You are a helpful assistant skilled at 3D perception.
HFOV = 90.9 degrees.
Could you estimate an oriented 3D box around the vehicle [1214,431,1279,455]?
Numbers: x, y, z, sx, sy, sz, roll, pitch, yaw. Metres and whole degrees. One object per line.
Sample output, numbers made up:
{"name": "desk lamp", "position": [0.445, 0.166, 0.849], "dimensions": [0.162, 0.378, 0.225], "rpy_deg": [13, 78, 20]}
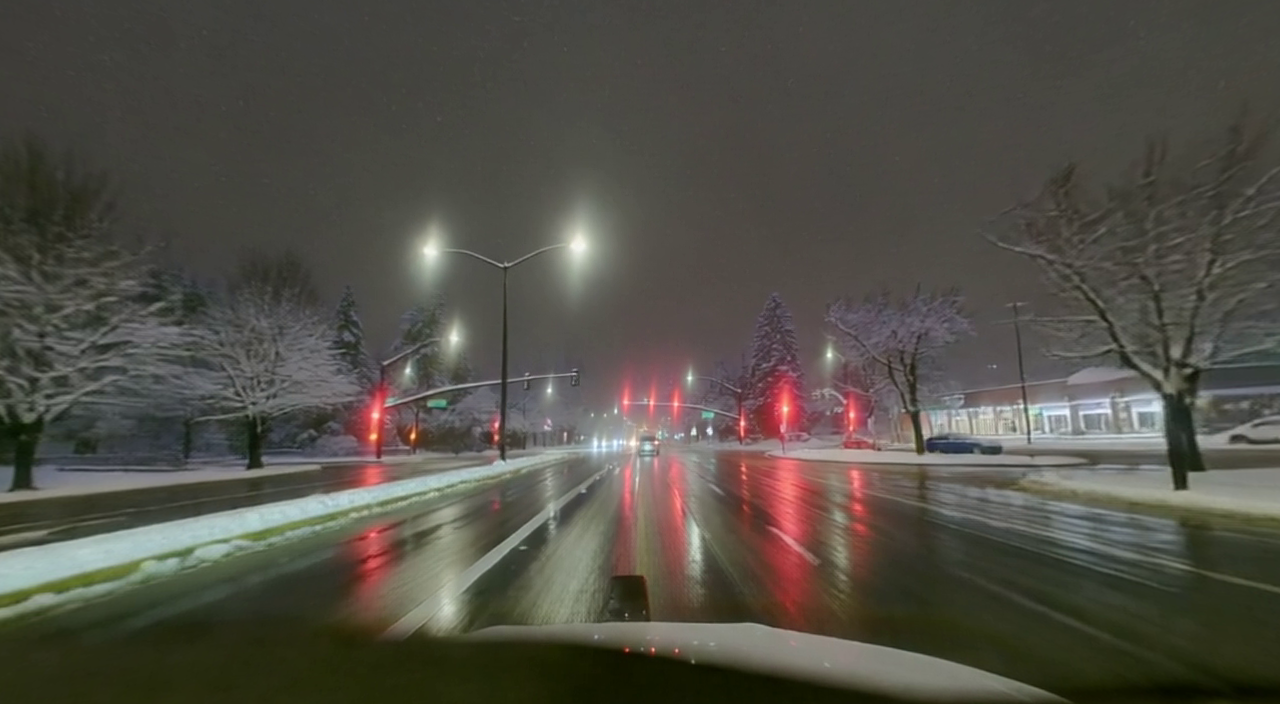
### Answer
{"name": "vehicle", "position": [39.960, 5.842, 40.352], "dimensions": [1.770, 1.442, 4.897], "rpy_deg": [0, -8, 0]}

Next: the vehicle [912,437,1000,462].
{"name": "vehicle", "position": [19.928, 6.168, 39.868], "dimensions": [4.479, 1.488, 2.038], "rpy_deg": [0, -8, -1]}
